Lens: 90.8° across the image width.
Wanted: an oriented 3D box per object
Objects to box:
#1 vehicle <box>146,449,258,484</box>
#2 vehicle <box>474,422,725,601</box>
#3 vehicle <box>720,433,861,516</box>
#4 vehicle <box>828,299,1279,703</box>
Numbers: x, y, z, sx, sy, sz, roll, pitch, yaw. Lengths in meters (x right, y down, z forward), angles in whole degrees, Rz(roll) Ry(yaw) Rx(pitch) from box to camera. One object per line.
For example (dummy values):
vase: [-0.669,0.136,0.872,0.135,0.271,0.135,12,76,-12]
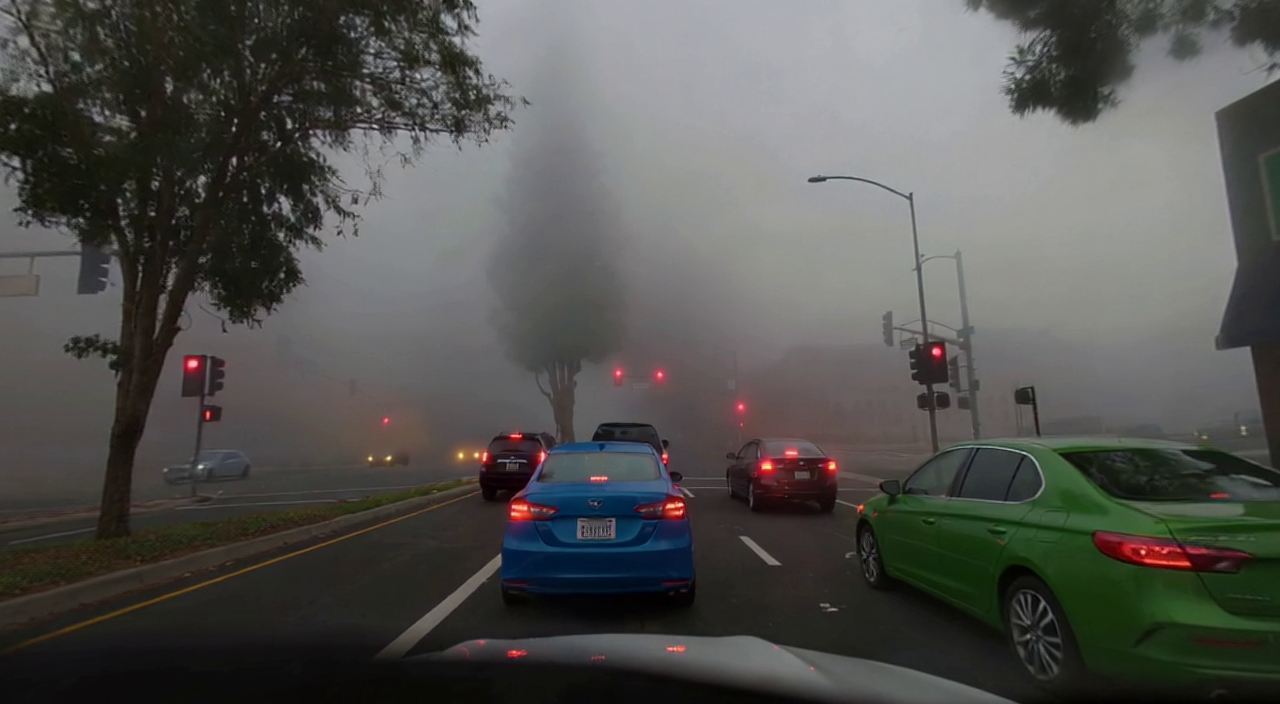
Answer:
vehicle: [-21.563,5.633,31.383,2.091,1.534,4.846,0,-8,0]
vehicle: [-0.365,1.656,7.416,2.143,1.520,3.848,0,-8,-1]
vehicle: [3.159,2.676,14.379,2.026,1.549,4.559,0,-8,-1]
vehicle: [3.589,1.107,5.063,2.572,1.945,5.065,0,-8,0]
